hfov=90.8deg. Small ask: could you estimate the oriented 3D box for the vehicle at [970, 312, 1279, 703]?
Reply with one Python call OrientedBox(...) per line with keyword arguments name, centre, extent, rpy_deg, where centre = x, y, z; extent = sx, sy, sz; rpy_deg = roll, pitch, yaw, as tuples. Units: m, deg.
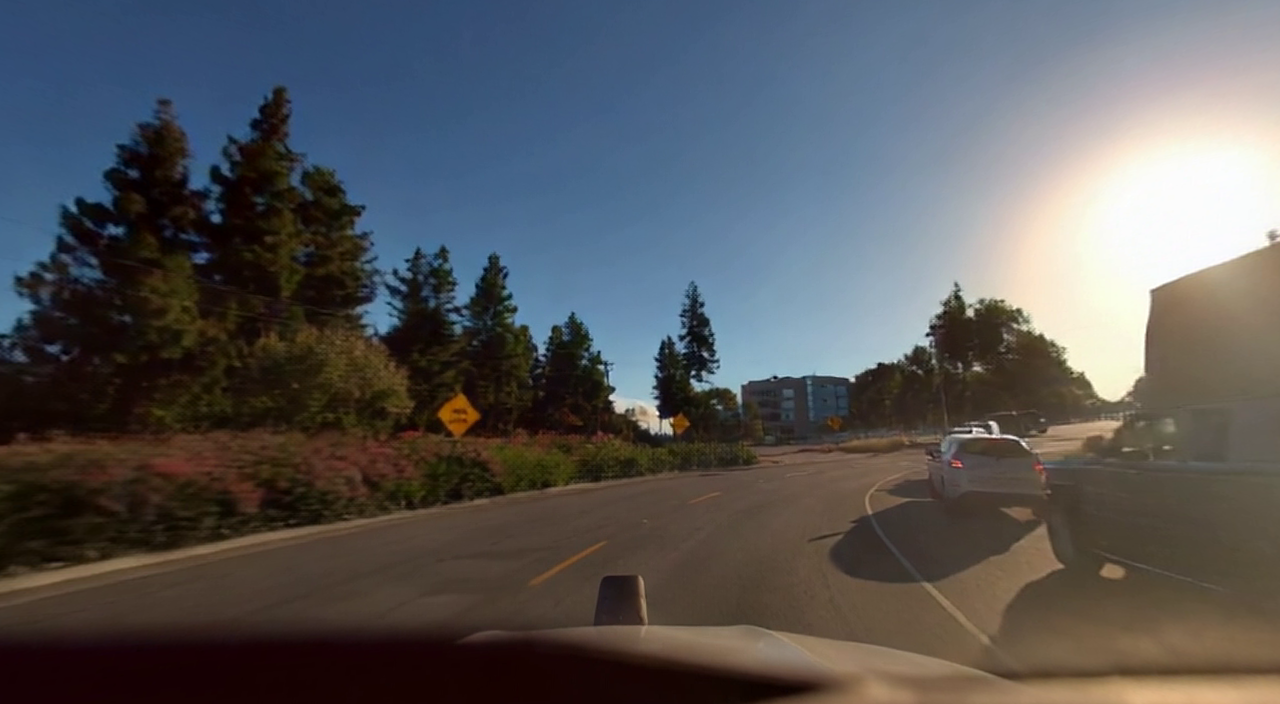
OrientedBox(name="vehicle", centre=(4.466, 1.035, 4.948), extent=(2.081, 1.866, 4.648), rpy_deg=(-2, -9, 12))
